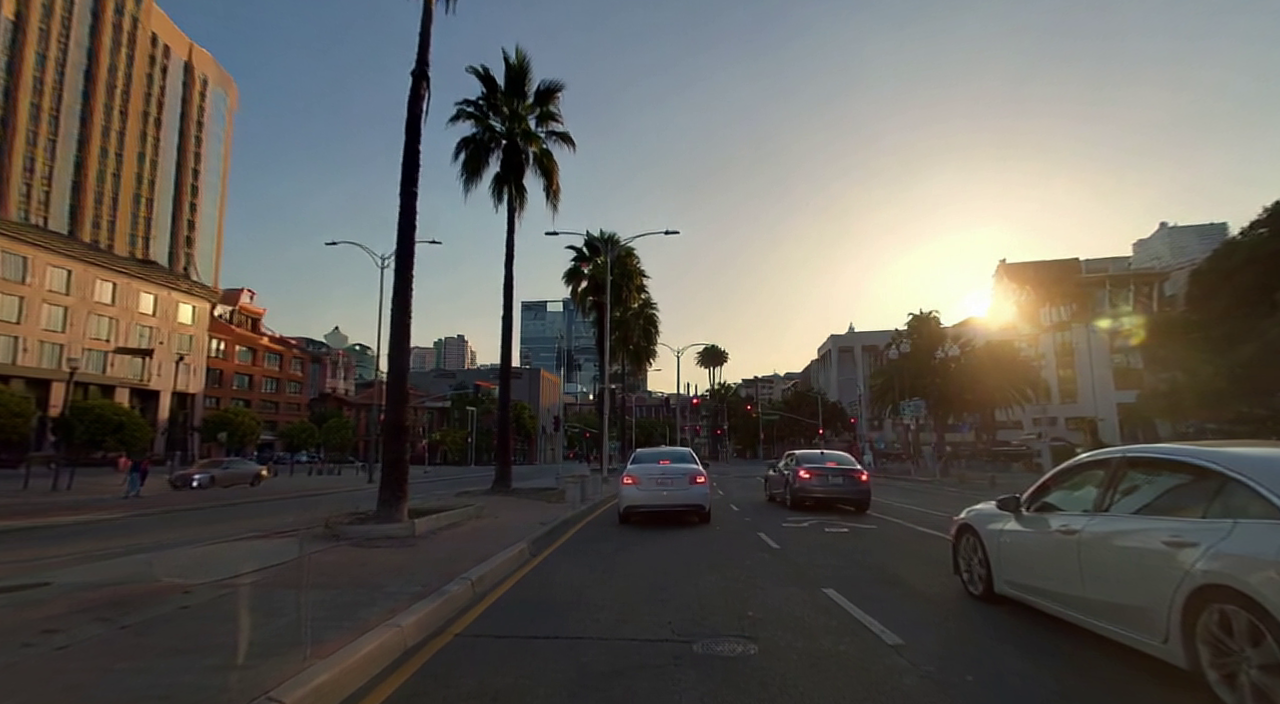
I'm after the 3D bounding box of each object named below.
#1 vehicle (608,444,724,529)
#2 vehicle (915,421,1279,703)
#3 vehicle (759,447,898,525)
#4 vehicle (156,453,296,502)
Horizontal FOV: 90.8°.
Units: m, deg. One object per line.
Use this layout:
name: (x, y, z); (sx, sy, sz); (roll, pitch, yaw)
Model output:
vehicle: (0.577, 2.701, 13.255); (2.078, 1.503, 3.681); (-1, -9, 4)
vehicle: (3.640, 1.240, 4.034); (1.913, 1.469, 4.425); (-1, -9, 2)
vehicle: (4.092, 2.952, 14.563); (1.920, 1.490, 4.417); (0, -9, 2)
vehicle: (-16.082, 4.853, 24.897); (2.078, 1.662, 4.436); (-2, -9, 9)
